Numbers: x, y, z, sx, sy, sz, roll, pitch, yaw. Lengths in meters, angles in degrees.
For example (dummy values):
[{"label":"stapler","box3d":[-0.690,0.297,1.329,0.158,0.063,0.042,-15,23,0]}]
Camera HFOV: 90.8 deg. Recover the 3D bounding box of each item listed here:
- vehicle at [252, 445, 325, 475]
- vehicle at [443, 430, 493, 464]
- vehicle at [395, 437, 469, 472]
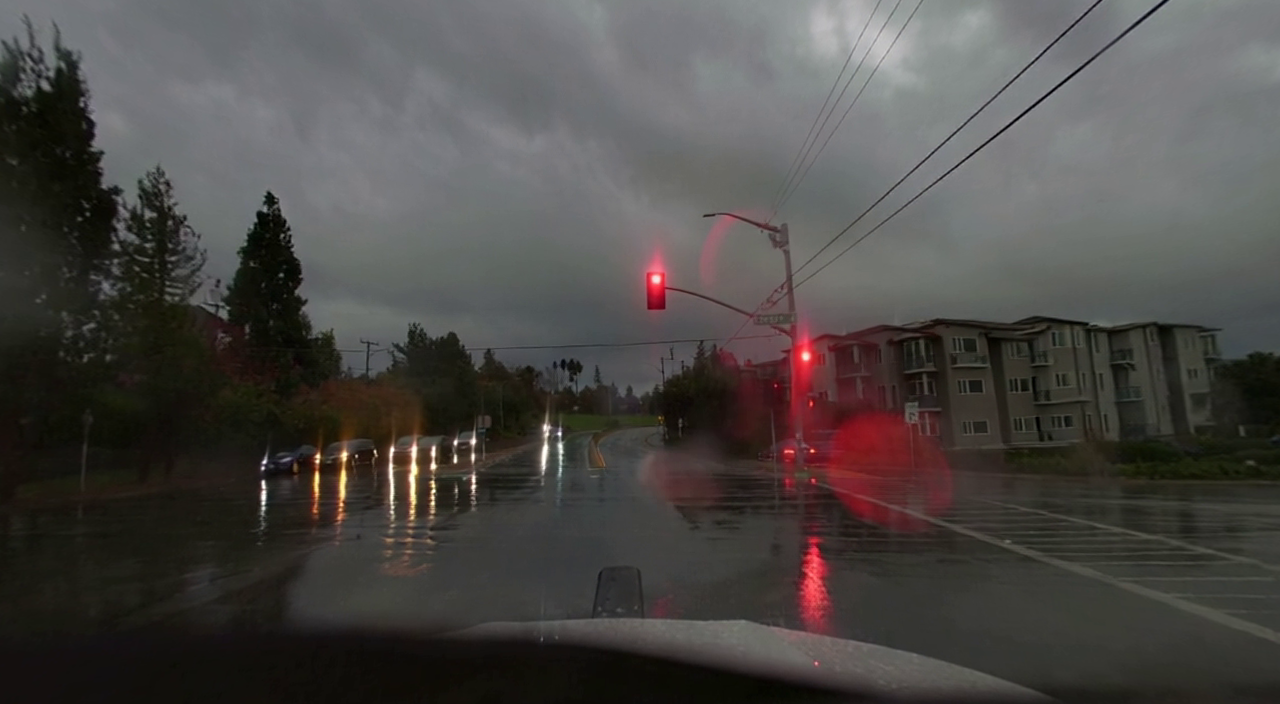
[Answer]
[{"label":"vehicle","box3d":[-21.079,6.468,38.095,1.981,1.628,4.336,0,-9,-1]},{"label":"vehicle","box3d":[-9.783,5.453,36.177,1.910,1.818,4.057,0,-9,-3]},{"label":"vehicle","box3d":[-9.673,4.800,29.788,2.116,1.521,4.294,0,-9,-1]}]
